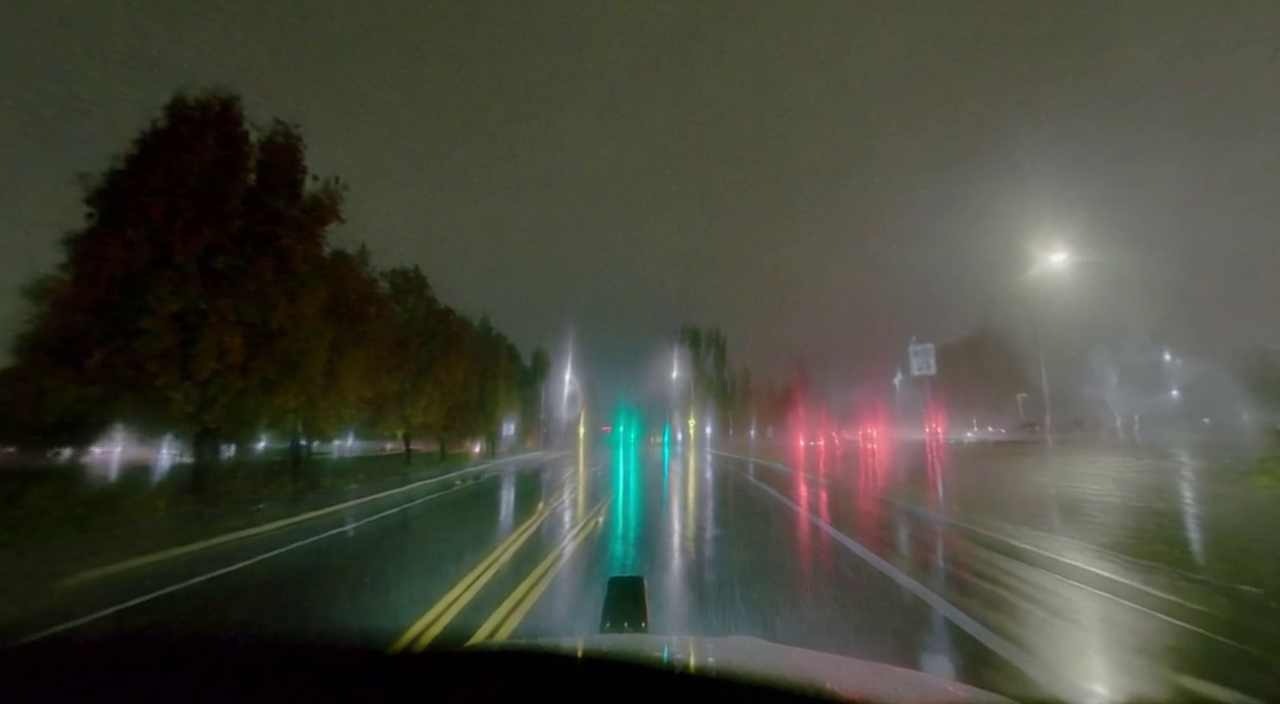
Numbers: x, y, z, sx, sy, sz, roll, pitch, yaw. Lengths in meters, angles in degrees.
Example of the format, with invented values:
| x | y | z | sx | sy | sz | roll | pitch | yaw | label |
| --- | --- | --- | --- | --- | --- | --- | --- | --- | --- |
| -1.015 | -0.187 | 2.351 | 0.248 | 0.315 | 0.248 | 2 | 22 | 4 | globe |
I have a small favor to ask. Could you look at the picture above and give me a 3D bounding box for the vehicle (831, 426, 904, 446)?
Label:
| x | y | z | sx | sy | sz | roll | pitch | yaw | label |
| --- | --- | --- | --- | --- | --- | --- | --- | --- | --- |
| 17.090 | 6.369 | 47.536 | 4.744 | 1.476 | 1.926 | 0 | -8 | -2 | vehicle |
